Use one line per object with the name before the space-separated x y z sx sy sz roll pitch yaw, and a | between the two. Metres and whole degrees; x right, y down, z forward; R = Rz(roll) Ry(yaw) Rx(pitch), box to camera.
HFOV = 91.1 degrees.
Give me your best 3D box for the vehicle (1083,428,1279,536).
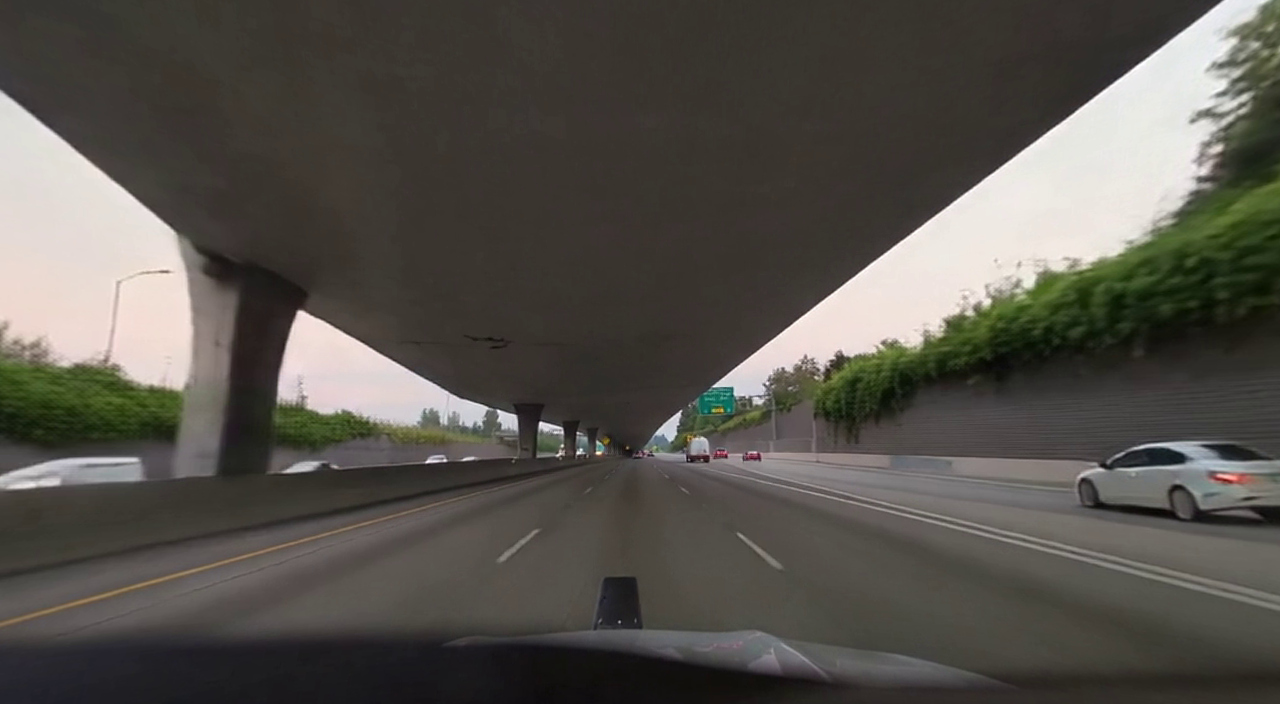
vehicle | 10.740 2.249 11.348 1.950 1.632 4.845 0 -9 1
